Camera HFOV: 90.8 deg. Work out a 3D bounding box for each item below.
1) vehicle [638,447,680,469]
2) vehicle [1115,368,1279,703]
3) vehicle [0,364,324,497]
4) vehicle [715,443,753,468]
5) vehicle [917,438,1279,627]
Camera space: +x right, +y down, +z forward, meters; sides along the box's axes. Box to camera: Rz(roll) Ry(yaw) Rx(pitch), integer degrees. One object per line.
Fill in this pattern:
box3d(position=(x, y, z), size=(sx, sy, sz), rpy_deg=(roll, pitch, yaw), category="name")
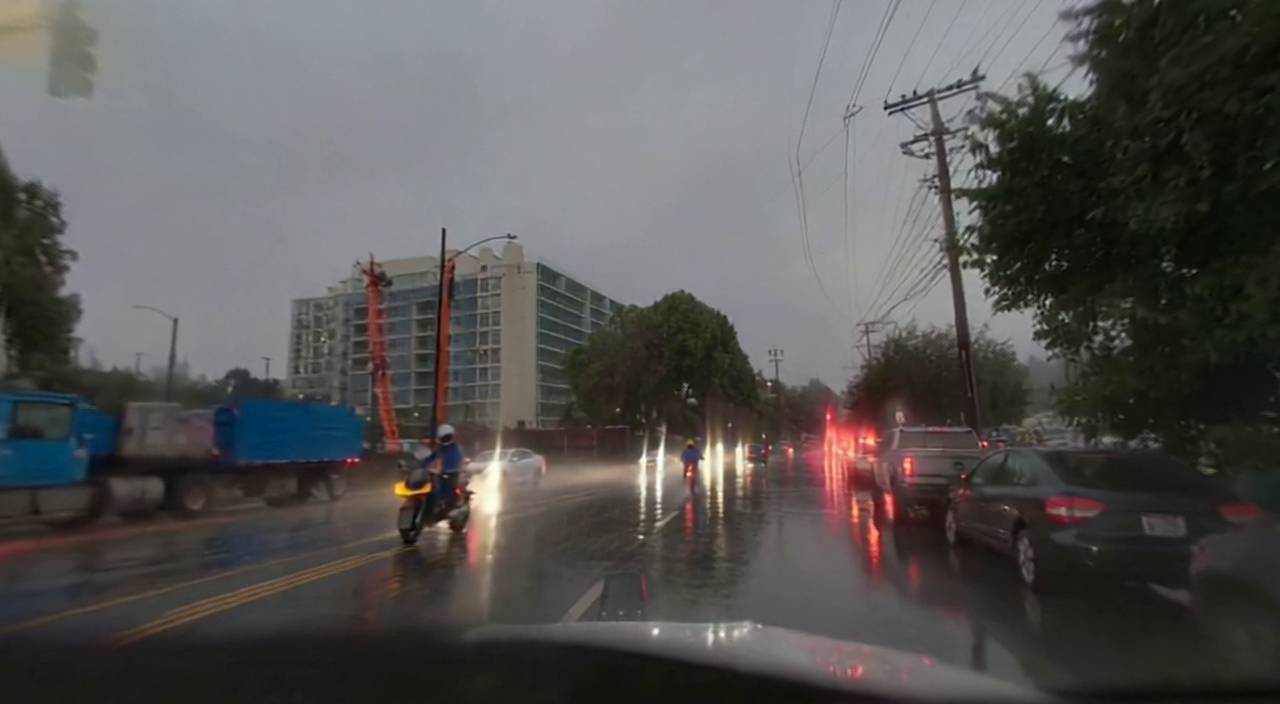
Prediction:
box3d(position=(1.511, 8.126, 48.557), size=(1.905, 1.536, 4.714), rpy_deg=(-3, -9, 18), category="vehicle")
box3d(position=(3.618, 0.738, 1.423), size=(2.077, 1.685, 4.493), rpy_deg=(-1, -8, 9), category="vehicle")
box3d(position=(-17.715, 2.607, 20.269), size=(3.442, 3.445, 16.952), rpy_deg=(-2, -9, 13), category="vehicle")
box3d(position=(6.442, 6.988, 43.019), size=(1.925, 1.602, 4.090), rpy_deg=(-2, -8, 18), category="vehicle")
box3d(position=(4.838, 1.761, 7.406), size=(1.826, 1.469, 4.608), rpy_deg=(-1, -8, 10), category="vehicle")
